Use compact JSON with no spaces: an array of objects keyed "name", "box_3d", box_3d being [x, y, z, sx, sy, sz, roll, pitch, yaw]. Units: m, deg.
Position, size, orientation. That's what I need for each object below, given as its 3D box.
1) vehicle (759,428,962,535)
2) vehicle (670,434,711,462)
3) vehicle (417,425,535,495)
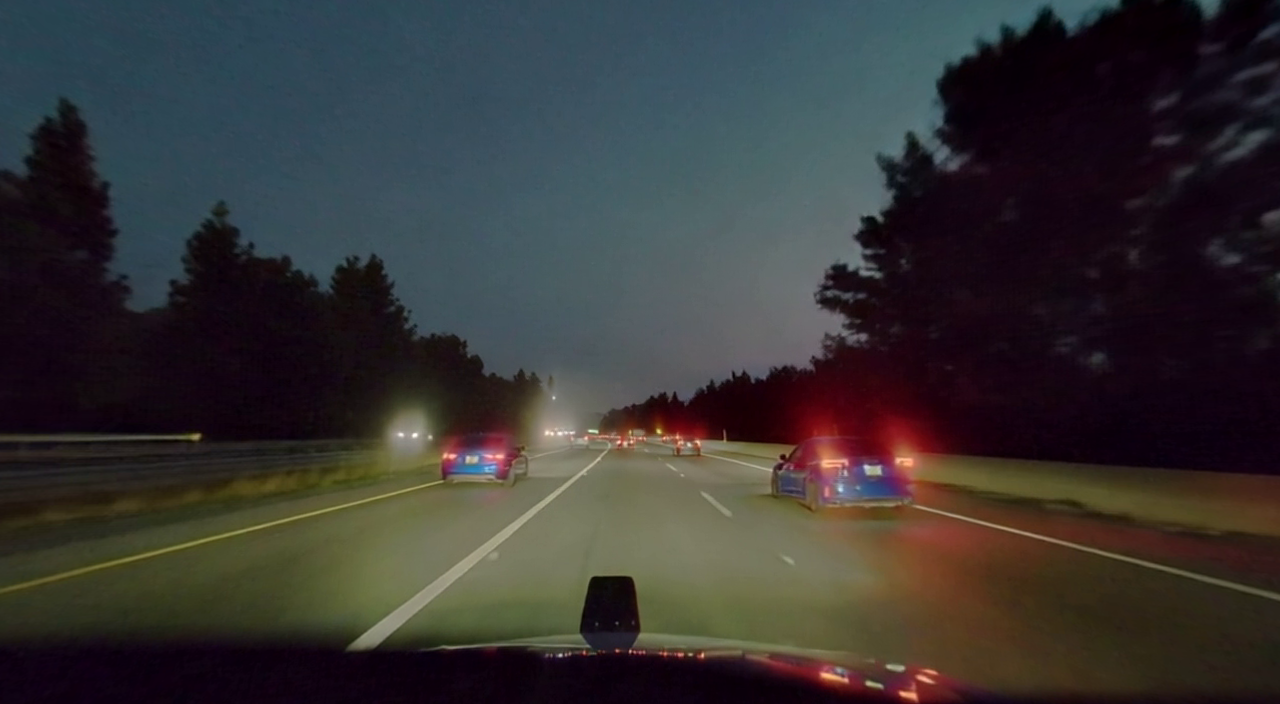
[{"name":"vehicle","box_3d":[3.500,2.097,10.917,1.986,1.488,3.867,0,-8,-2]},{"name":"vehicle","box_3d":[2.835,5.483,36.173,1.883,1.536,3.792,1,-8,-3]},{"name":"vehicle","box_3d":[-3.958,2.672,16.007,1.941,1.529,4.111,0,-8,-1]}]
